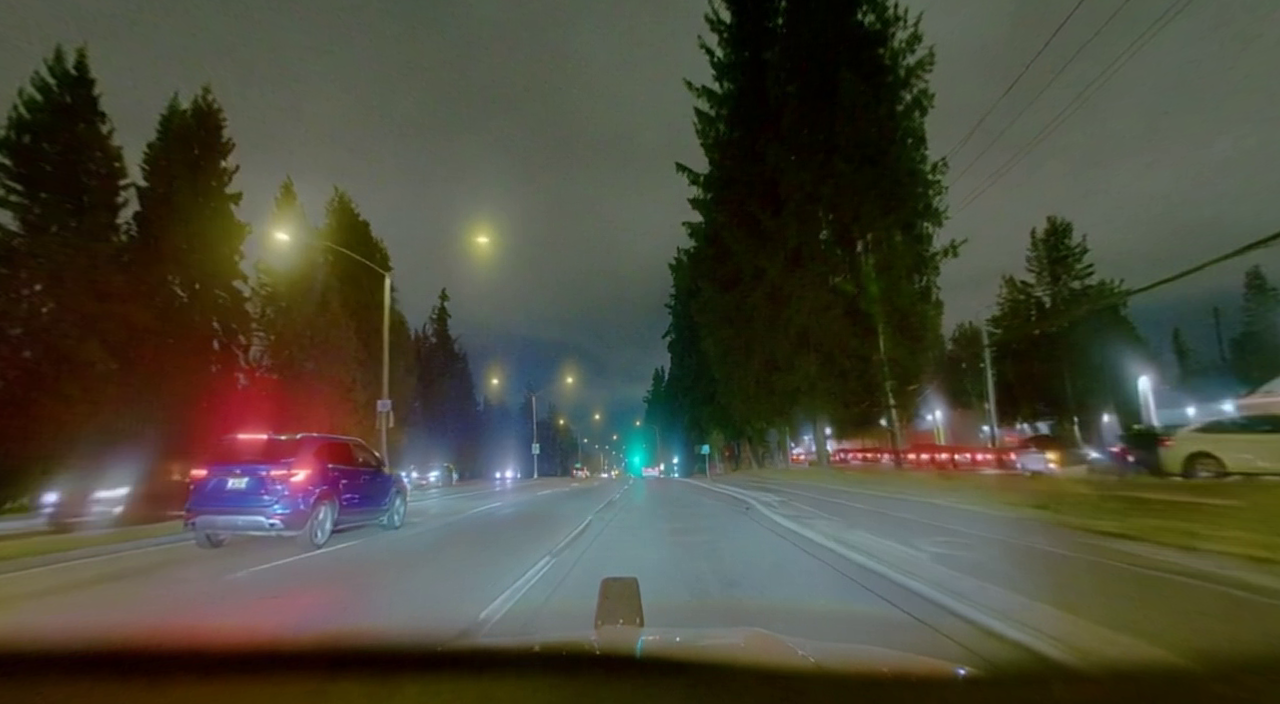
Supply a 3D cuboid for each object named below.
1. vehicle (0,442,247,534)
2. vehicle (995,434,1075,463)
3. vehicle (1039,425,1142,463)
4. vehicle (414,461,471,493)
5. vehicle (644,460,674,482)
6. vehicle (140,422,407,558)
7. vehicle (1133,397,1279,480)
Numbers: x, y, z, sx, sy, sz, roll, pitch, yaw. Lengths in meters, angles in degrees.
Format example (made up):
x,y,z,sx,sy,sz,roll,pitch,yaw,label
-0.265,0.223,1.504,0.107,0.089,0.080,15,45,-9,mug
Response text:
x,y,z,sx,sy,sz,roll,pitch,yaw,label
-11.685,3.041,14.764,2.042,1.801,4.378,0,-9,1,vehicle
23.064,5.674,37.040,2.001,1.558,4.803,-1,-9,6,vehicle
22.193,4.588,31.293,2.018,1.751,4.637,-1,-9,6,vehicle
-11.694,7.412,37.685,2.064,1.515,5.056,1,-7,-4,vehicle
1.356,8.634,45.845,2.091,1.494,3.962,0,-9,0,vehicle
-6.024,2.292,11.151,2.027,1.908,4.273,0,-9,1,vehicle
12.767,1.750,12.587,1.884,1.522,4.642,0,-9,-3,vehicle
